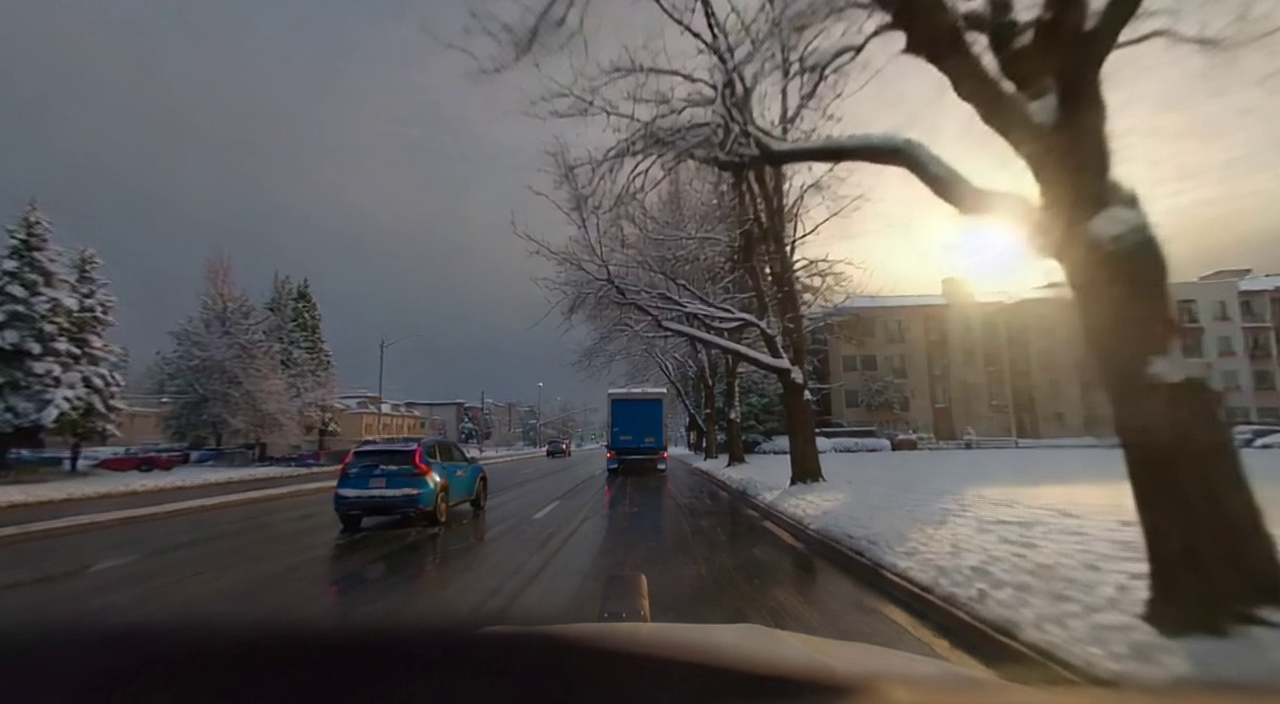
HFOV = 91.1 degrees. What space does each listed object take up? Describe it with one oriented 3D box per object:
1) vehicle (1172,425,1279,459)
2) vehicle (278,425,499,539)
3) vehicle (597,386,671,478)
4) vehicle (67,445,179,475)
[{"bbox_3d":[25.686,3.929,27.370,3.503,1.419,1.646,1,-8,-4],"label":"vehicle"},{"bbox_3d":[-4.058,2.164,11.111,2.078,1.597,4.355,0,-8,0],"label":"vehicle"},{"bbox_3d":[-0.183,3.816,29.428,2.905,3.644,8.807,0,-8,1],"label":"vehicle"},{"bbox_3d":[-35.963,7.498,43.772,5.845,1.983,2.215,-1,-8,2],"label":"vehicle"}]
